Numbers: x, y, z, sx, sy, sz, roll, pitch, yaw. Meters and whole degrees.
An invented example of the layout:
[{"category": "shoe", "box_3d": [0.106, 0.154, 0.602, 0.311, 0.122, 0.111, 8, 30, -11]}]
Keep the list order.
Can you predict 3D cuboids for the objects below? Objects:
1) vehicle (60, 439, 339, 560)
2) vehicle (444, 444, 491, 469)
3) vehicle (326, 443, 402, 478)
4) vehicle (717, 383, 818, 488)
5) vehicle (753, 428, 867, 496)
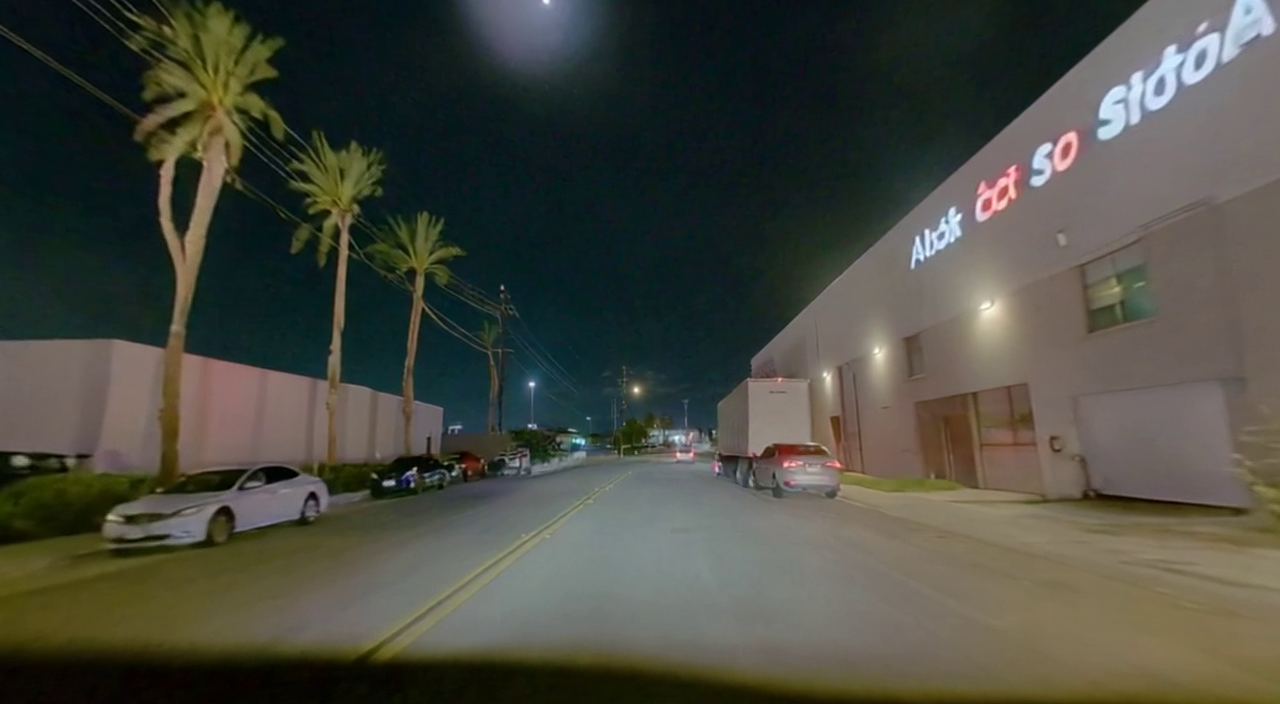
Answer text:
[{"category": "vehicle", "box_3d": [-7.386, 2.431, 11.271, 1.936, 1.632, 4.145, -3, -8, 2]}, {"category": "vehicle", "box_3d": [-13.440, 8.133, 49.593, 2.104, 1.817, 5.693, 0, -9, 0]}, {"category": "vehicle", "box_3d": [-16.036, 6.310, 37.022, 2.156, 1.864, 4.908, -1, -9, 1]}, {"category": "vehicle", "box_3d": [5.111, 3.696, 27.418, 2.933, 3.697, 10.065, -1, -9, 4]}, {"category": "vehicle", "box_3d": [4.924, 3.278, 19.190, 2.141, 1.739, 5.130, 0, -9, 1]}]
